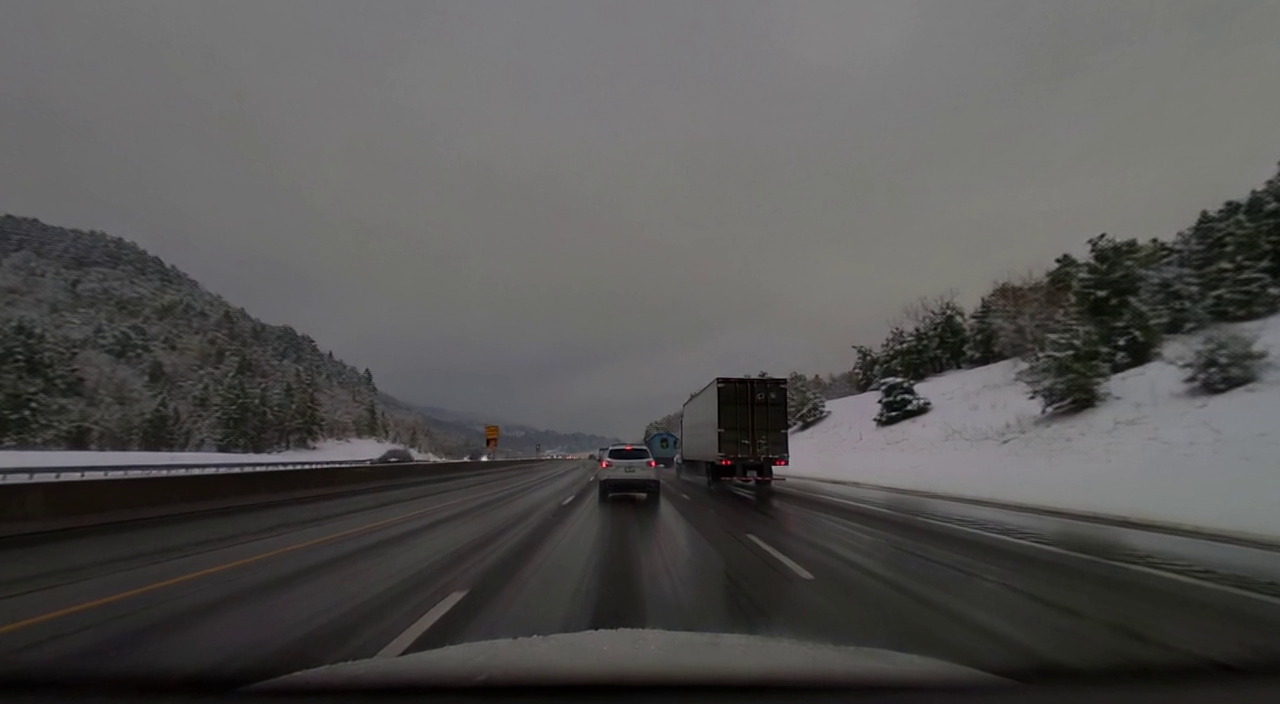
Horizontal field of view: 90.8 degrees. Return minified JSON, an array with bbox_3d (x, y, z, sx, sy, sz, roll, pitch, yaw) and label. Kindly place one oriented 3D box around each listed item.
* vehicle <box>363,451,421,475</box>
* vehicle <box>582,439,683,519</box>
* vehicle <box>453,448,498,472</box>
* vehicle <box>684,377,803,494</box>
[{"bbox_3d":[-16.127,7.233,41.296,2.005,1.495,4.508,0,-9,-1],"label":"vehicle"},{"bbox_3d":[-0.181,2.977,15.218,2.109,1.639,3.768,0,-9,-1],"label":"vehicle"},{"bbox_3d":[-11.824,7.793,45.614,2.089,1.615,4.363,0,-9,-1],"label":"vehicle"},{"bbox_3d":[4.060,3.990,28.956,2.812,4.024,14.098,0,-9,-1],"label":"vehicle"}]
